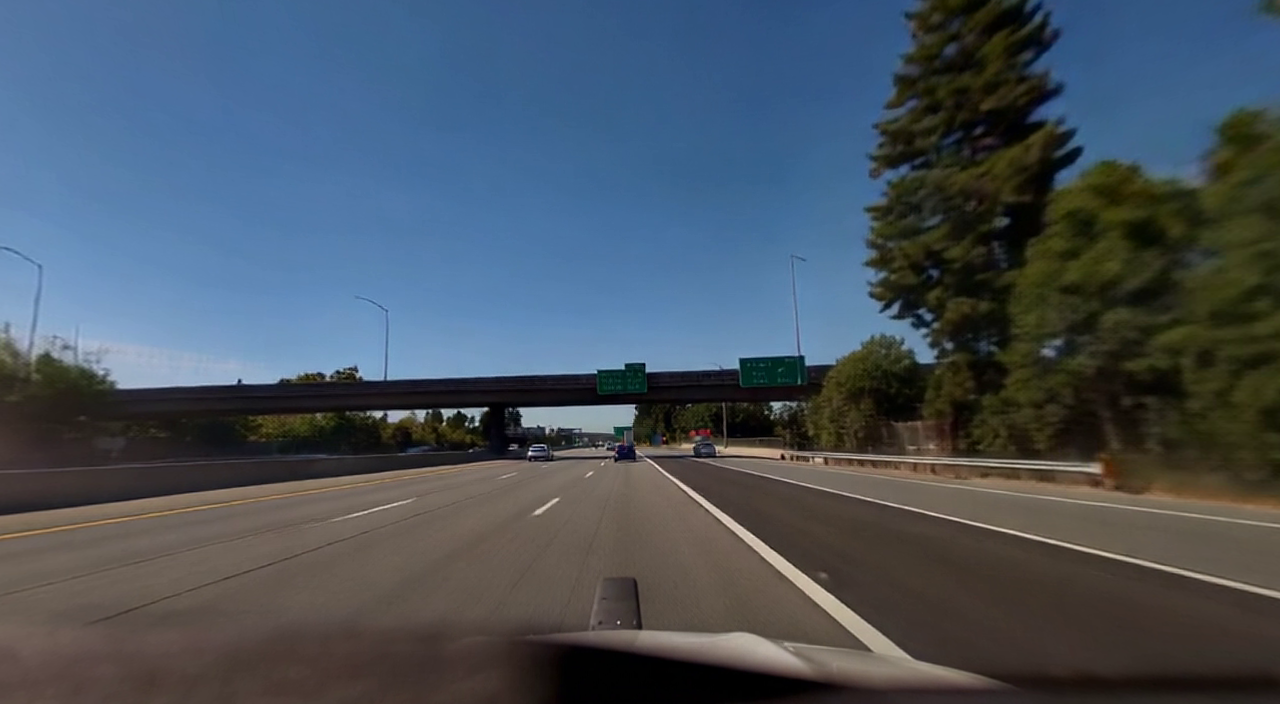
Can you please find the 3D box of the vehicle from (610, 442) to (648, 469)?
[{"bbox_3d":[-0.633,5.841,35.843,2.012,1.471,4.059,0,-8,-1],"label":"vehicle"}]
